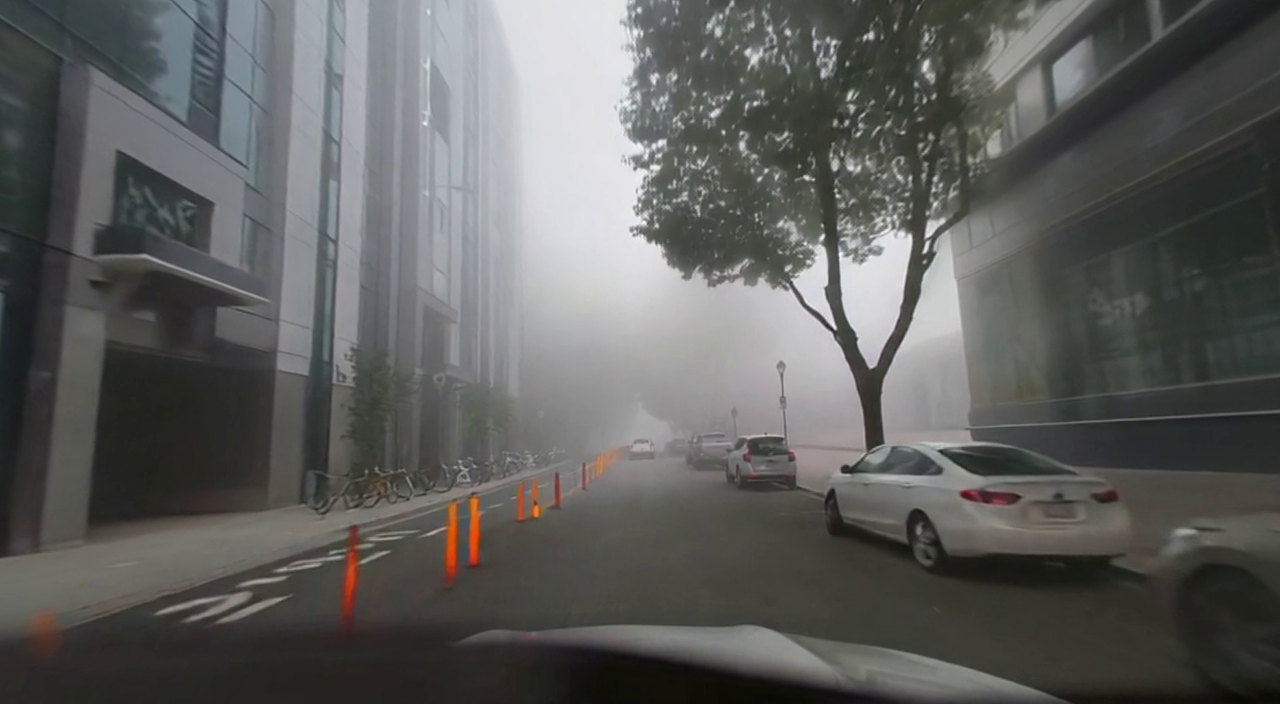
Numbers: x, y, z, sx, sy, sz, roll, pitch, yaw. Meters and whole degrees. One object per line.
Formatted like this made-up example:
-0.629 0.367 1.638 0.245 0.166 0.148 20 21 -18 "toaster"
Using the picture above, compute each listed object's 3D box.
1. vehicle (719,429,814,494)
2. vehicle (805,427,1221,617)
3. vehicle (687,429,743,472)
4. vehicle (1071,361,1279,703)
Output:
3.813 3.389 19.881 1.999 1.769 4.191 -1 -8 -2 "vehicle"
3.729 1.754 7.725 1.926 1.509 4.985 -1 -8 -2 "vehicle"
3.522 4.733 30.541 2.127 1.864 4.892 0 -8 1 "vehicle"
3.793 0.727 1.796 1.918 1.674 4.464 -1 -8 0 "vehicle"
